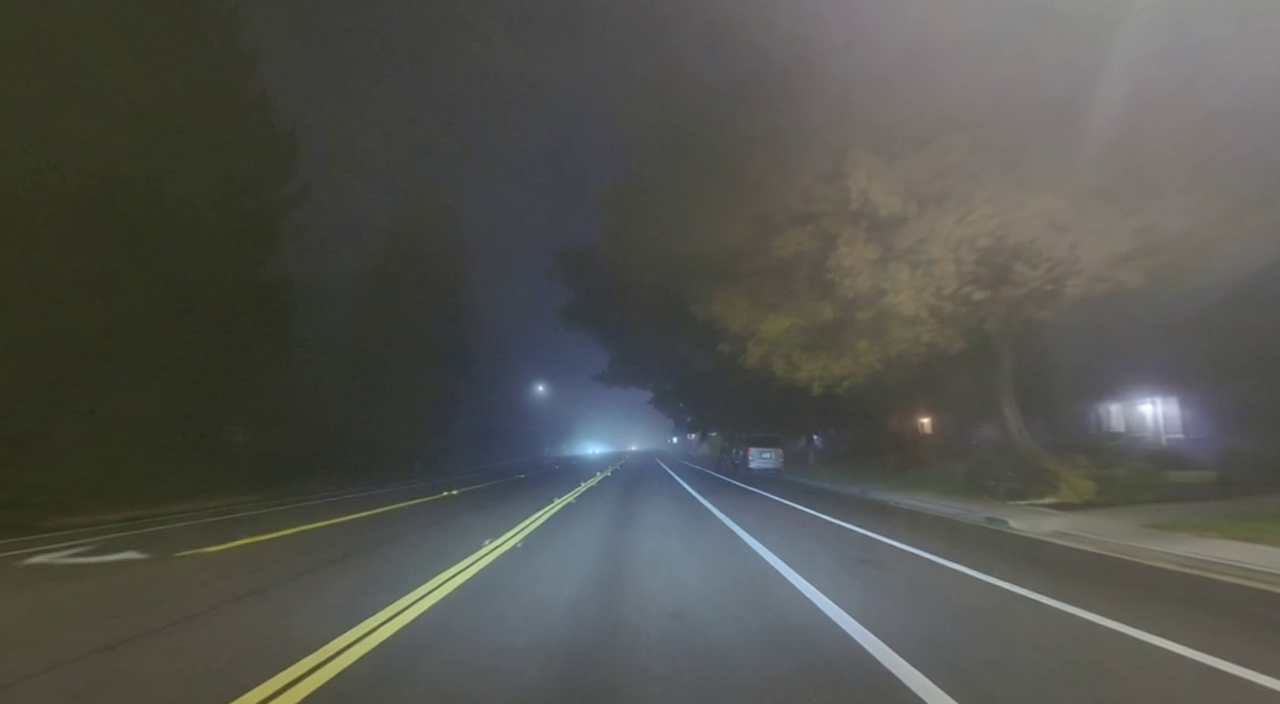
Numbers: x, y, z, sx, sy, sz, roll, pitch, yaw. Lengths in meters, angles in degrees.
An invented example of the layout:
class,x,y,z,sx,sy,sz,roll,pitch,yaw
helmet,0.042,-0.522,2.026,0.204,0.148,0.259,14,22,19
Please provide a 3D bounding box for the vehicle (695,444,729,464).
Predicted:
class,x,y,z,sx,sy,sz,roll,pitch,yaw
vehicle,5.492,7.891,48.796,1.935,1.453,4.488,0,-9,-3

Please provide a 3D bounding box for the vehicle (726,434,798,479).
class,x,y,z,sx,sy,sz,roll,pitch,yaw
vehicle,5.200,4.534,27.549,2.160,1.800,4.646,0,-9,-1
